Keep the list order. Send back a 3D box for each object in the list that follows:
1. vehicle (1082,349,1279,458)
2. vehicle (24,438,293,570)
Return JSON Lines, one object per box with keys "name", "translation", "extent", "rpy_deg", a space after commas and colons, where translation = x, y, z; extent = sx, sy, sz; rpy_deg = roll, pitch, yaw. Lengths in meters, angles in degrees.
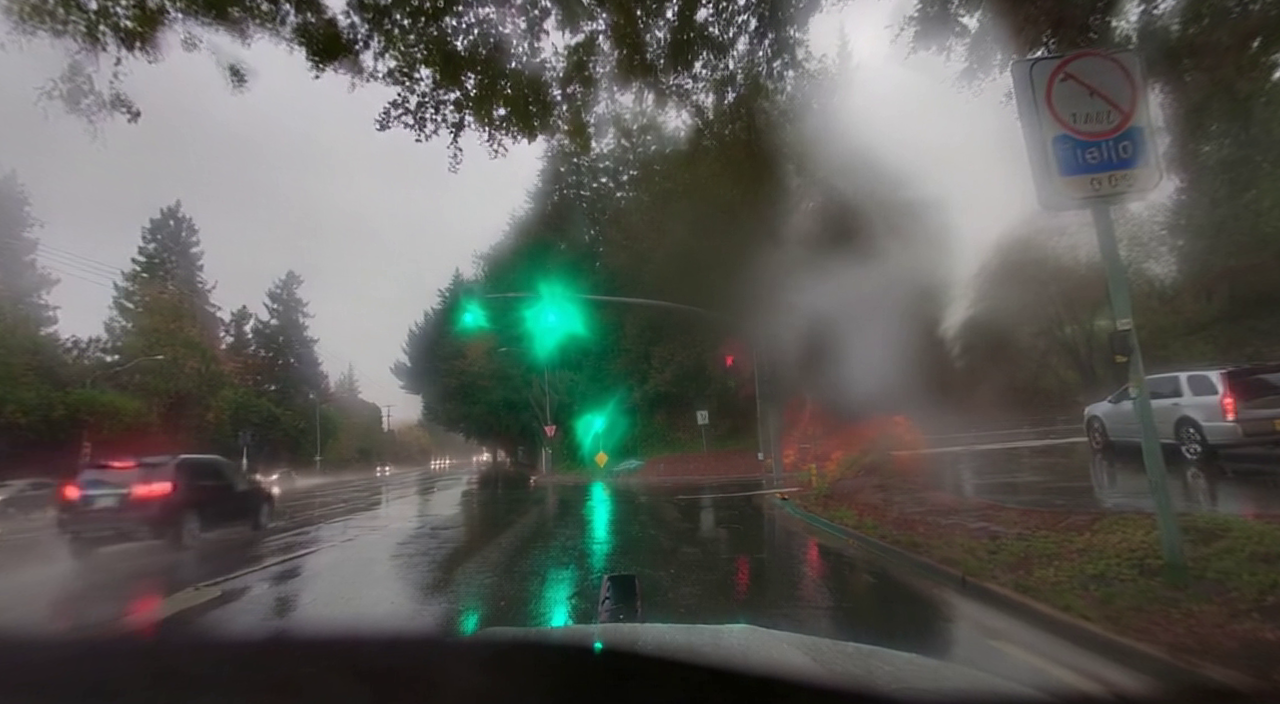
{"name": "vehicle", "translation": [10.651, 1.087, 11.797], "extent": [1.855, 1.669, 4.529], "rpy_deg": [-2, -9, 6]}
{"name": "vehicle", "translation": [-8.208, 2.537, 11.422], "extent": [2.062, 1.740, 4.198], "rpy_deg": [-3, -8, -9]}
